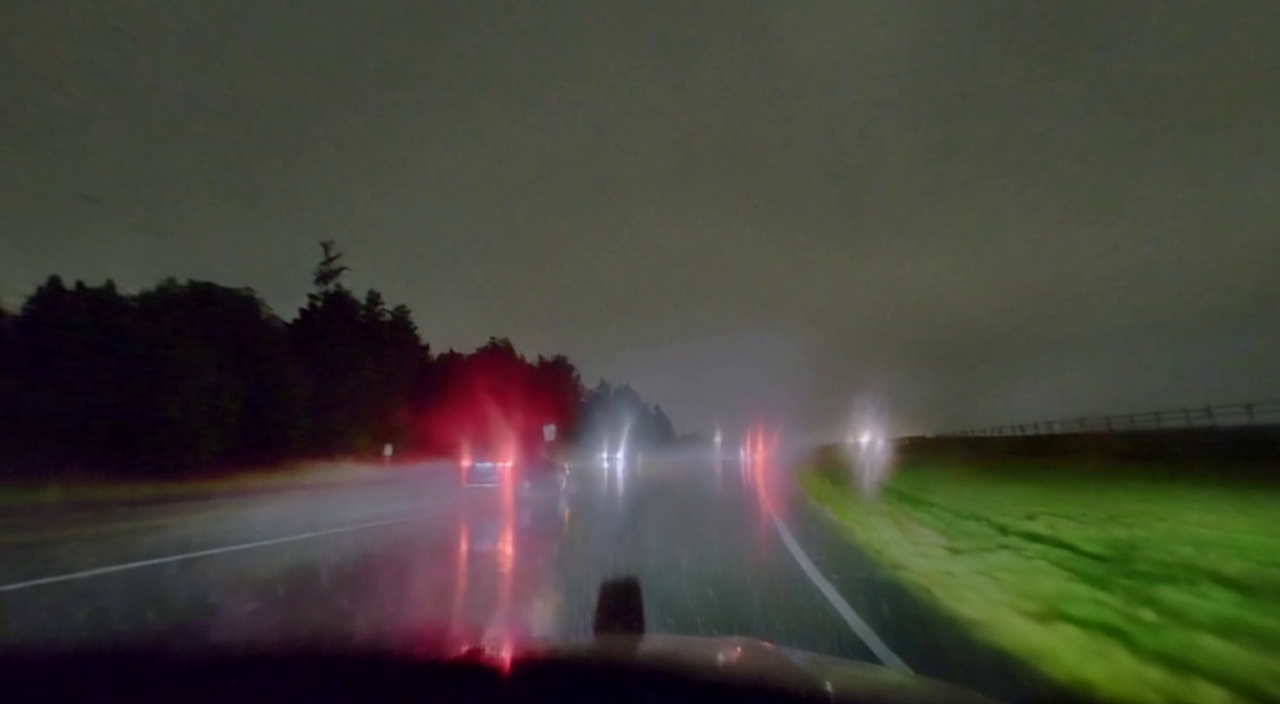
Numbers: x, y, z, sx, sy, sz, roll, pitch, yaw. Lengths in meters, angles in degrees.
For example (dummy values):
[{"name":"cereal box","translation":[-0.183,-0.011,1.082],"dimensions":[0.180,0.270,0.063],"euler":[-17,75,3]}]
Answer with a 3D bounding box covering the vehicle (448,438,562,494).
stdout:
[{"name":"vehicle","translation":[-4.388,3.764,21.058],"dimensions":[2.106,1.679,3.908],"euler":[-3,-9,16]}]
